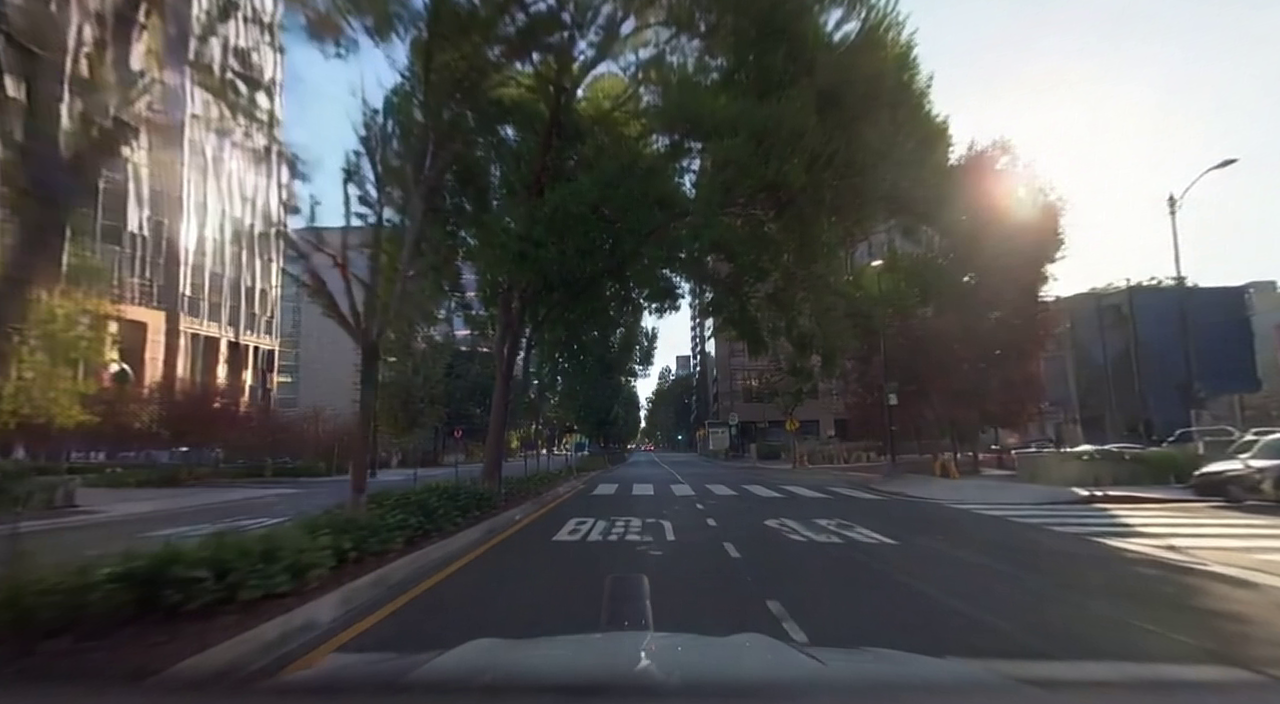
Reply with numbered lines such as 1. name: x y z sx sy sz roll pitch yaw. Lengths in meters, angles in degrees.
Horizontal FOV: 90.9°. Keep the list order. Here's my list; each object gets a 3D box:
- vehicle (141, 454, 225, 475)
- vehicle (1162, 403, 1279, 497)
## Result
1. vehicle: -33.772 8.336 46.652 4.739 1.489 2.000 -1 -8 3
2. vehicle: 17.889 2.630 17.397 4.826 2.368 2.263 -1 -7 0
